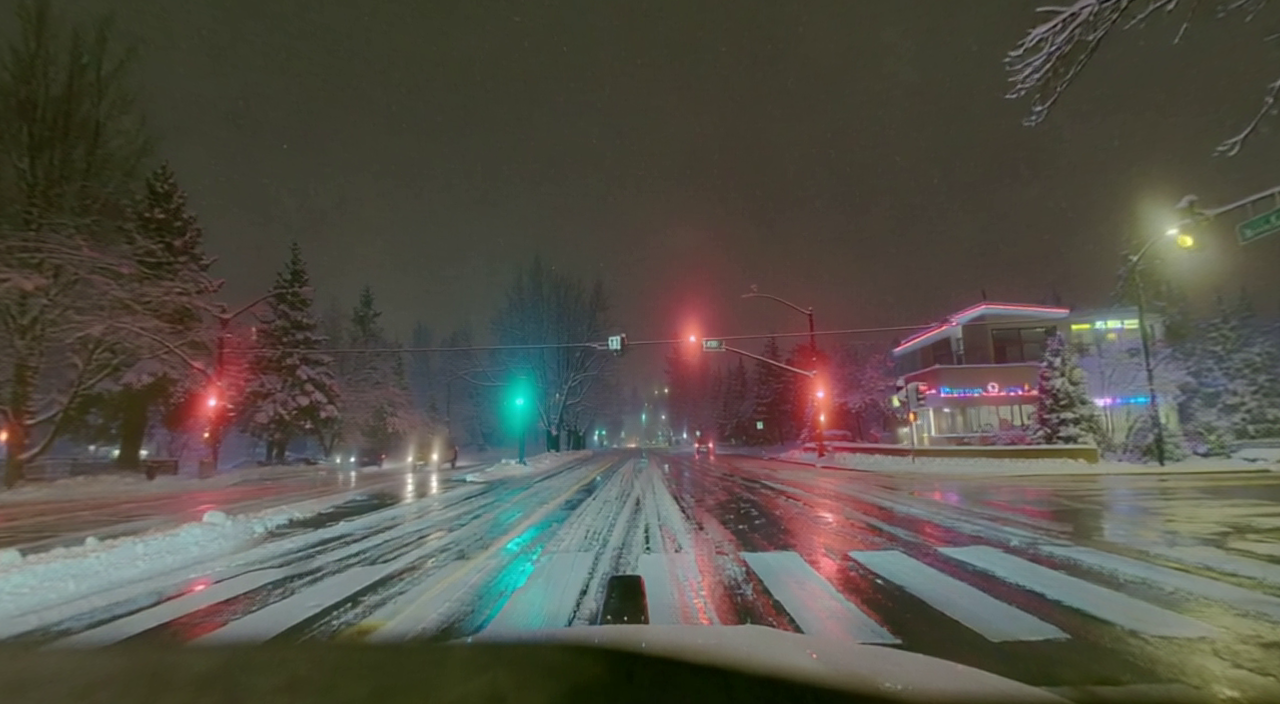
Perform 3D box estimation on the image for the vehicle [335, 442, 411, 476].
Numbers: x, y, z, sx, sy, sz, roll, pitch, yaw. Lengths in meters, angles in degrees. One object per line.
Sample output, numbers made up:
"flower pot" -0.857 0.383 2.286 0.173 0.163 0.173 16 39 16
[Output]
"vehicle" -14.832 5.926 35.367 2.169 1.753 4.640 0 -8 1
